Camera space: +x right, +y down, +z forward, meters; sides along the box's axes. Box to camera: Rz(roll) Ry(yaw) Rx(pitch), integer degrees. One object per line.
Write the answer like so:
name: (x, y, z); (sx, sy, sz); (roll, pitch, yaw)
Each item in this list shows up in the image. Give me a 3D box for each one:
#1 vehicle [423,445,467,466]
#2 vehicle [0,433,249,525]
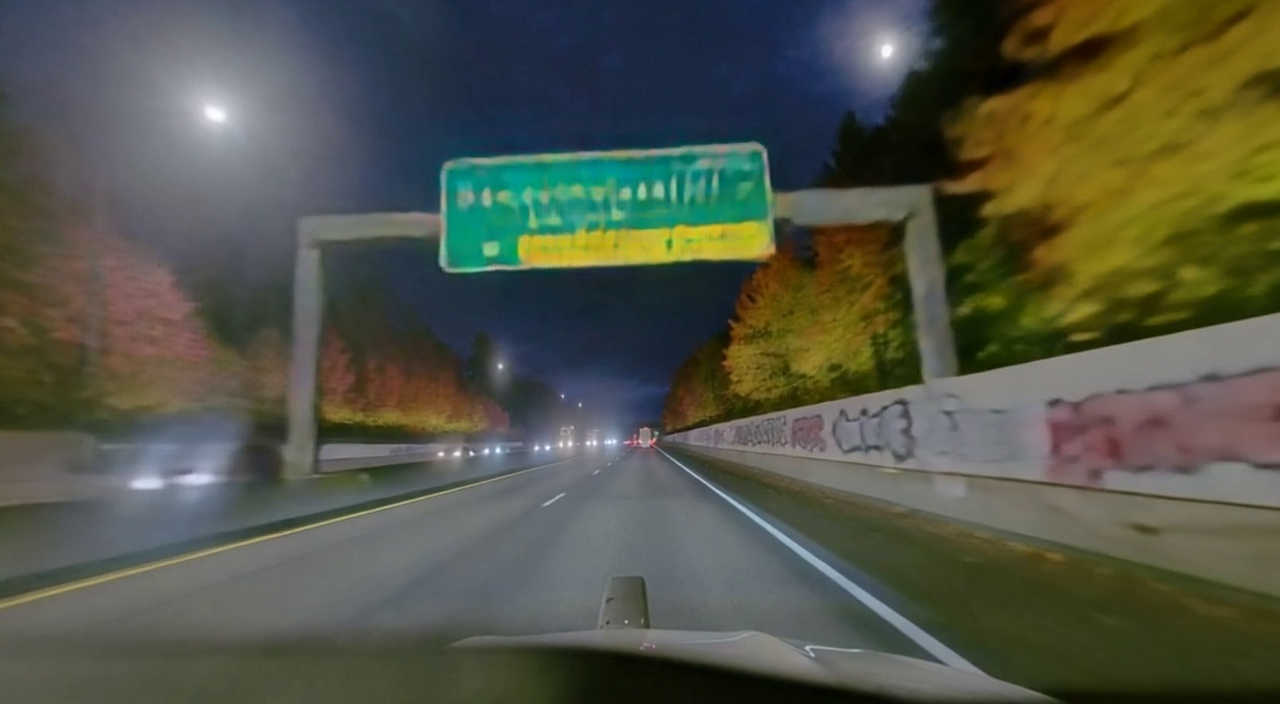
vehicle: (-14.522, 7.736, 47.155); (1.796, 1.495, 4.504); (0, -8, 1)
vehicle: (-10.881, 2.585, 13.493); (1.988, 1.594, 4.624); (0, -8, 0)
